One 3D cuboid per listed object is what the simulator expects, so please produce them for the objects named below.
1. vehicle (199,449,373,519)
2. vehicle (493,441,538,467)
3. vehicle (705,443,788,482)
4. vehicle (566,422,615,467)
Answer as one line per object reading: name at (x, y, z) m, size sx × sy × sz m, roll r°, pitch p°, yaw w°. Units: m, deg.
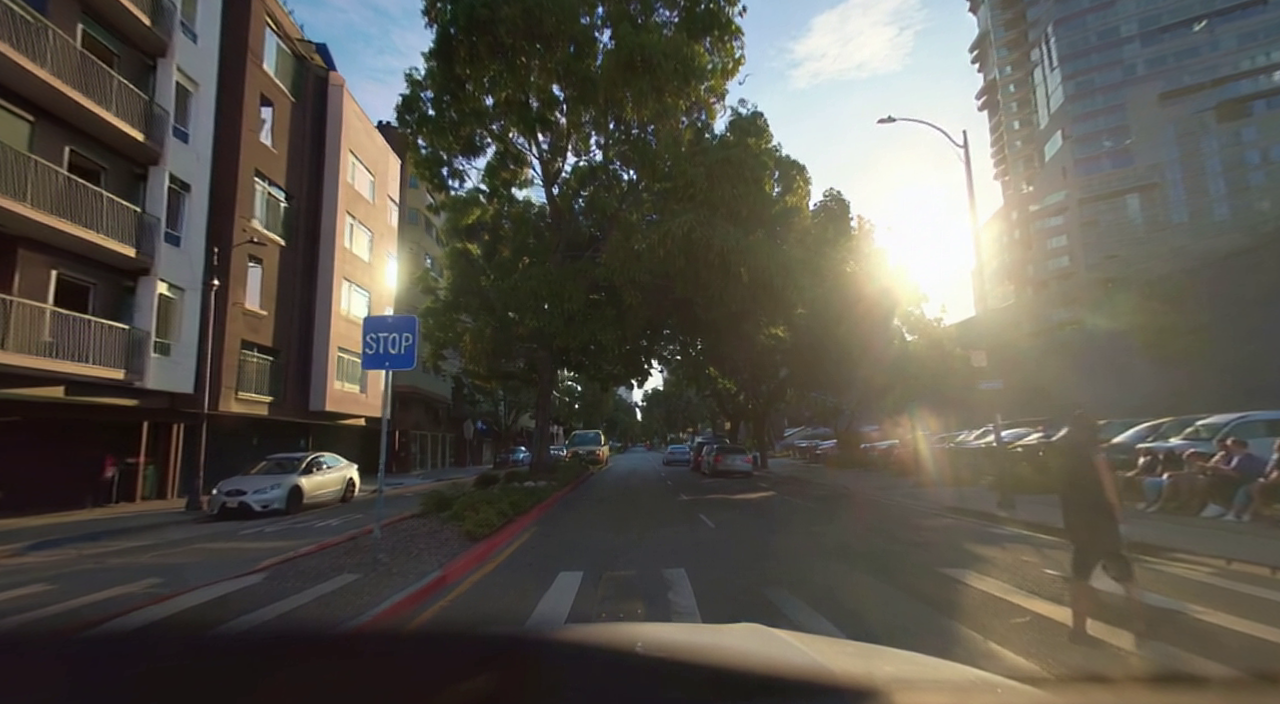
vehicle at (-8.794, 3.274, 16.254) m, size 2.007 × 1.503 × 4.343 m, roll 0°, pitch -8°, yaw -1°
vehicle at (-8.870, 7.288, 45.290) m, size 2.256 × 1.802 × 4.333 m, roll 0°, pitch -8°, yaw 2°
vehicle at (4.584, 4.597, 26.701) m, size 1.858 × 1.491 × 4.329 m, roll -5°, pitch -10°, yaw 33°
vehicle at (-2.989, 5.805, 39.832) m, size 2.317 × 2.596 × 6.053 m, roll 0°, pitch -8°, yaw 3°
